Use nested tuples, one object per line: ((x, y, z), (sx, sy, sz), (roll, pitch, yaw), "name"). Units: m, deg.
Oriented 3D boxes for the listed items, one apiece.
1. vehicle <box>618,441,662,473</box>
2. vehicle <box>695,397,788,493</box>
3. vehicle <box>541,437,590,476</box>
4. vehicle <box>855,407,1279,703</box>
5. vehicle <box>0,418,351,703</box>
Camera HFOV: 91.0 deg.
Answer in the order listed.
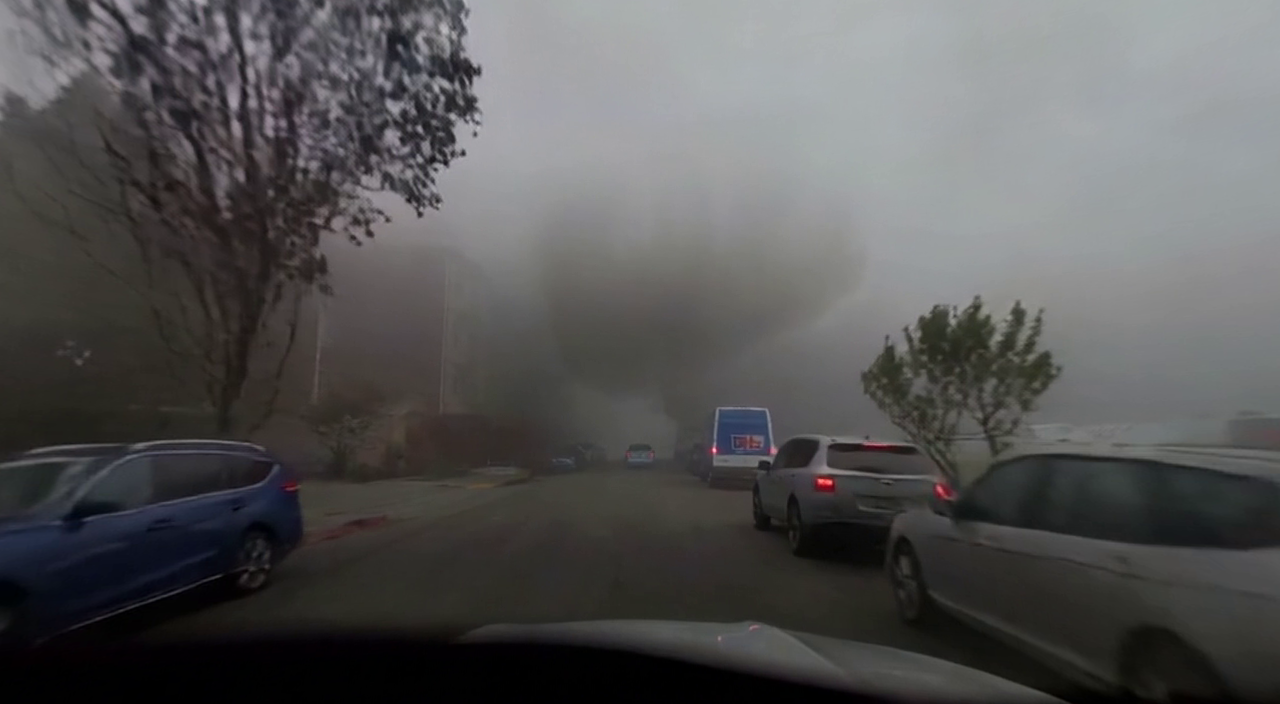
((0.013, 5.251, 31.790), (2.095, 1.510, 3.605), (0, -8, 0), "vehicle")
((3.273, 3.191, 21.724), (2.245, 2.843, 5.762), (0, -8, 0), "vehicle")
((-3.829, 5.429, 33.096), (1.951, 1.662, 4.046), (0, -4, 2), "vehicle")
((2.826, 1.113, 3.326), (1.906, 1.471, 3.941), (0, -8, -1), "vehicle")
((-4.598, 1.395, 5.305), (2.090, 1.497, 4.639), (1, -4, 1), "vehicle")
